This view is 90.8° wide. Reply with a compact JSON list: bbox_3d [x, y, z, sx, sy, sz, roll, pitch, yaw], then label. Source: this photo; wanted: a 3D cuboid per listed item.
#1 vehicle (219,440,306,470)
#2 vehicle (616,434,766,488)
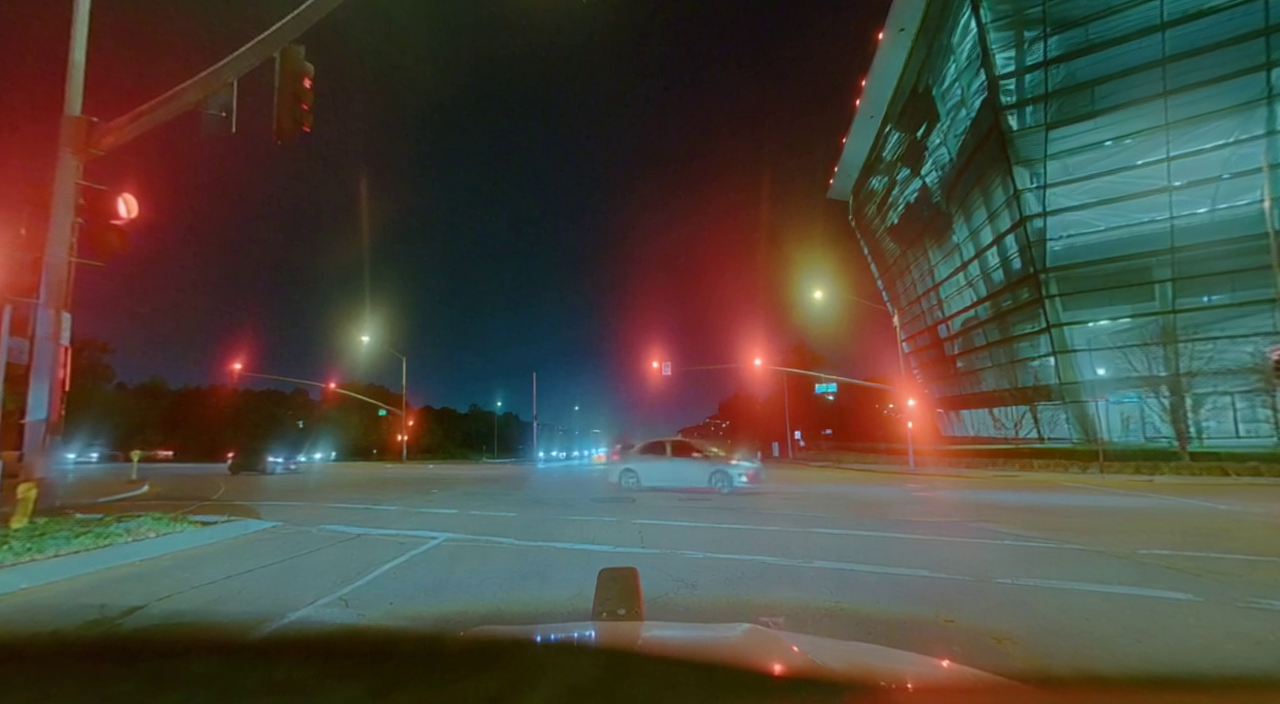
[{"bbox_3d":[-19.705,5.351,32.895,4.798,1.461,1.939,-6,-10,34],"label":"vehicle"},{"bbox_3d":[1.626,3.622,21.304,4.698,1.609,1.975,-7,-11,37],"label":"vehicle"}]
